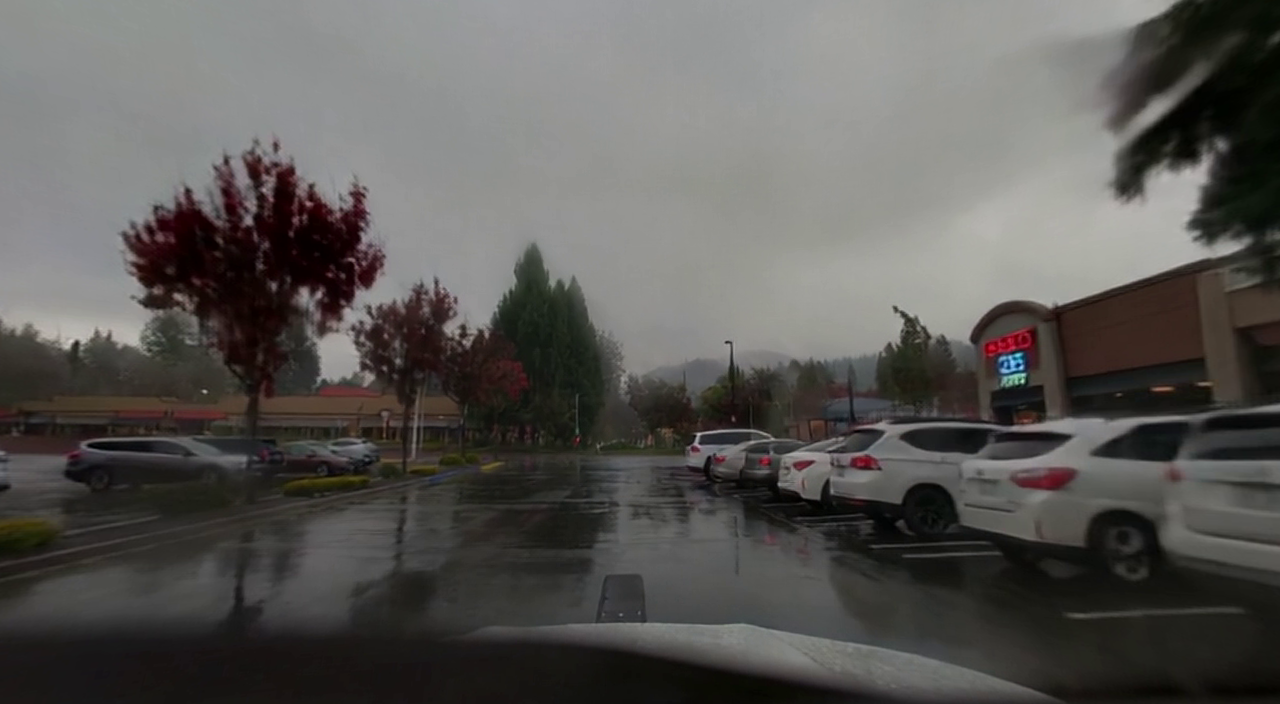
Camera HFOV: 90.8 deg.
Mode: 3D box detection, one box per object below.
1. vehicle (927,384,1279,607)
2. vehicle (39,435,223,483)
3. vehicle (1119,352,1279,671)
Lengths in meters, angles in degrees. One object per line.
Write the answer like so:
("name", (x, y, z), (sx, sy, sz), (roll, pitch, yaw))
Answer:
("vehicle", (5.646, 1.365, 6.577), (4.256, 1.876, 2.064), (0, -8, -3))
("vehicle", (-17.326, 3.624, 21.801), (4.651, 1.494, 1.914), (6, -10, -36))
("vehicle", (6.038, 0.959, 3.828), (4.409, 1.892, 2.298), (0, -8, -3))
